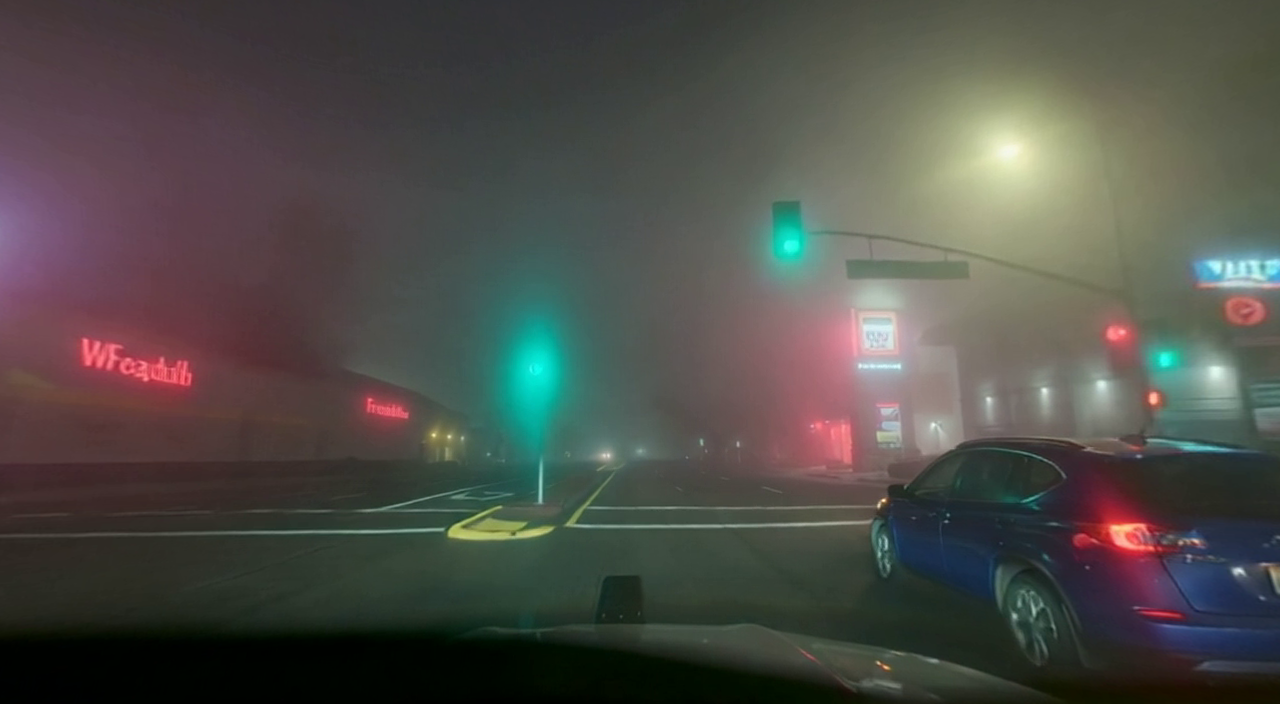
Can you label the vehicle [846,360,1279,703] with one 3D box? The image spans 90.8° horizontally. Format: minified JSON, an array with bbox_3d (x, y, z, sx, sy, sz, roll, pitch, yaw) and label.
[{"bbox_3d":[3.234,1.151,4.152,2.015,1.641,4.995,0,-9,-1],"label":"vehicle"}]
